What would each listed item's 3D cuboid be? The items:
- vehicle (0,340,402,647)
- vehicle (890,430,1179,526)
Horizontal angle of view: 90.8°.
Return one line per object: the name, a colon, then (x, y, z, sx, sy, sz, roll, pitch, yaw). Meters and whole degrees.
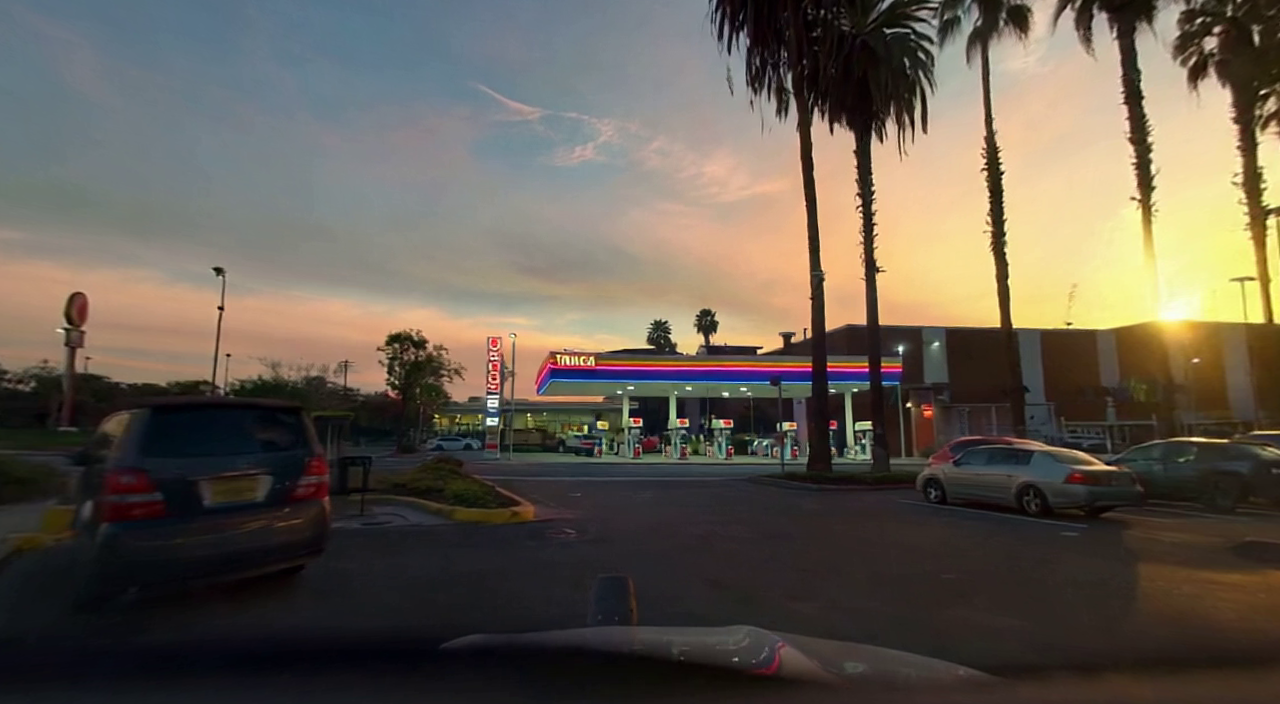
vehicle: (-5.615, 1.389, 7.413, 6.836, 2.006, 2.434, -8, -12, 43)
vehicle: (7.326, 2.356, 12.449, 1.937, 1.490, 4.564, 3, -9, -18)
